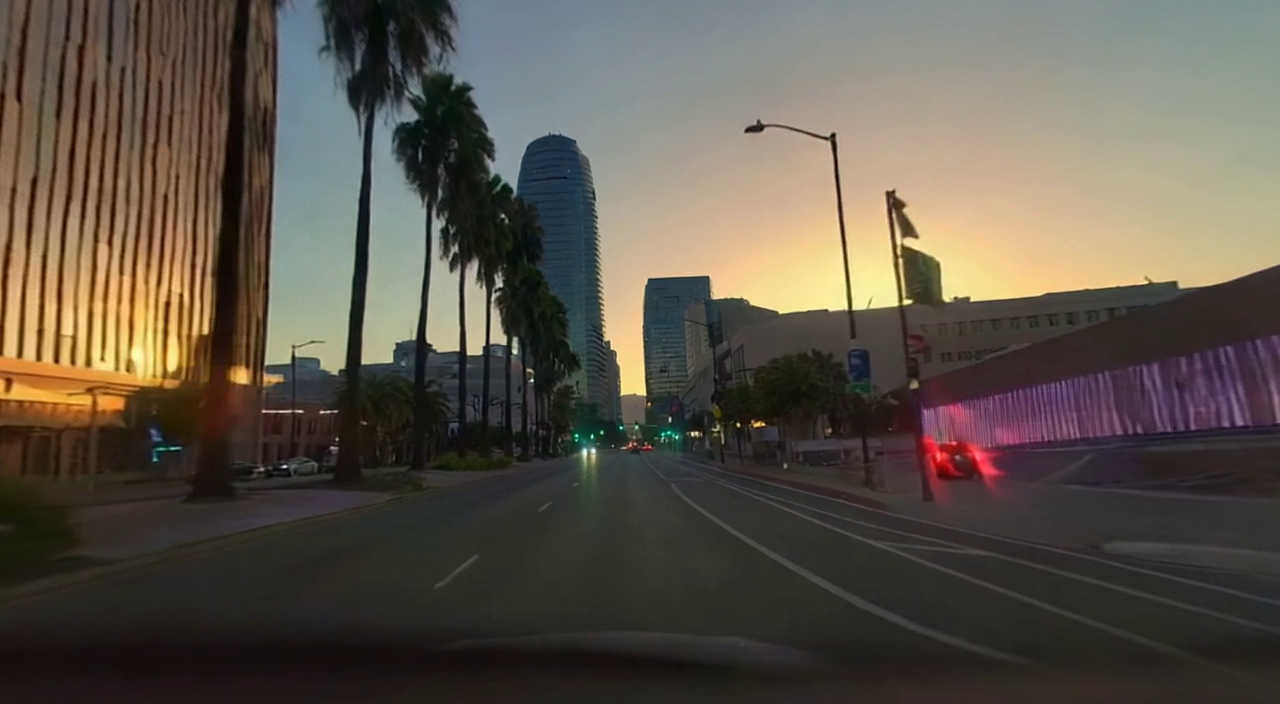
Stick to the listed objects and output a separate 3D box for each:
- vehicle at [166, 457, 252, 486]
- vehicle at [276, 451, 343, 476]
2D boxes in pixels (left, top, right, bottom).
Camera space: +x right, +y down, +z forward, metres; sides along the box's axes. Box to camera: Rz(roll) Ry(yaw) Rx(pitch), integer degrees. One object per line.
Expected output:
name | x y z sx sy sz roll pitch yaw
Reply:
vehicle | -25.011 6.924 36.879 2.080 1.457 4.424 0 -9 -3
vehicle | -25.135 8.487 48.349 2.062 1.765 5.897 0 -9 -2
